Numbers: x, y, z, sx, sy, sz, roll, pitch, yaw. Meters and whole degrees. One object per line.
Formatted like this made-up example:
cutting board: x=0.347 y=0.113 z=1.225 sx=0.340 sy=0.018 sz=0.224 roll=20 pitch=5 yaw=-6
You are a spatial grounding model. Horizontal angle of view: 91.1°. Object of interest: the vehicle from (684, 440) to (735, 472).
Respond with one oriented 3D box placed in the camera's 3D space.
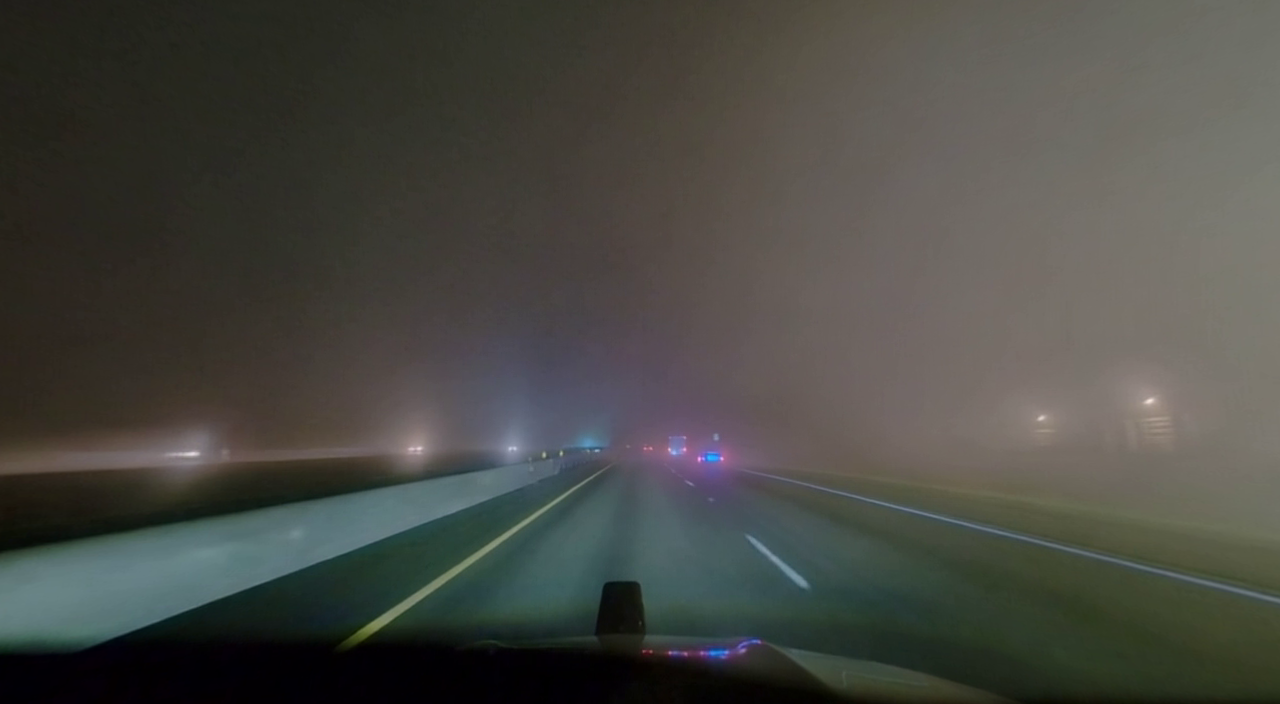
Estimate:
vehicle: x=3.552 y=5.420 z=32.936 sx=2.044 sy=1.527 sz=4.658 roll=0 pitch=-8 yaw=-1
